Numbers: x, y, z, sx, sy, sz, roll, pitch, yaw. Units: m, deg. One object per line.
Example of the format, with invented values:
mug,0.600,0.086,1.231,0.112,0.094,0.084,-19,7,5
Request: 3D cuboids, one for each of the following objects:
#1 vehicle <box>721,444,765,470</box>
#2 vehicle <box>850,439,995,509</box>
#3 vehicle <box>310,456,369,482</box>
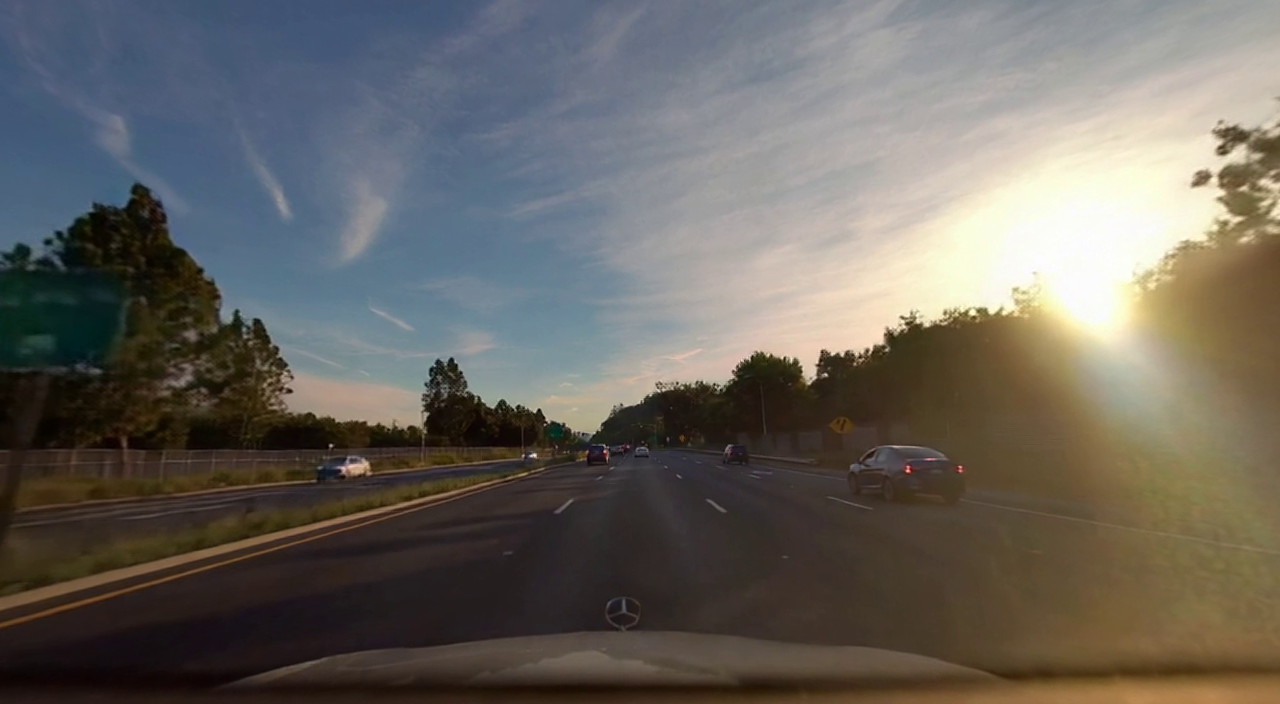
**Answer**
vehicle,6.569,6.745,40.817,1.987,1.597,4.463,0,-8,-2
vehicle,6.834,2.955,15.750,1.838,1.518,3.713,0,-8,-1
vehicle,-19.542,7.628,41.260,1.797,1.528,3.941,0,-8,1
